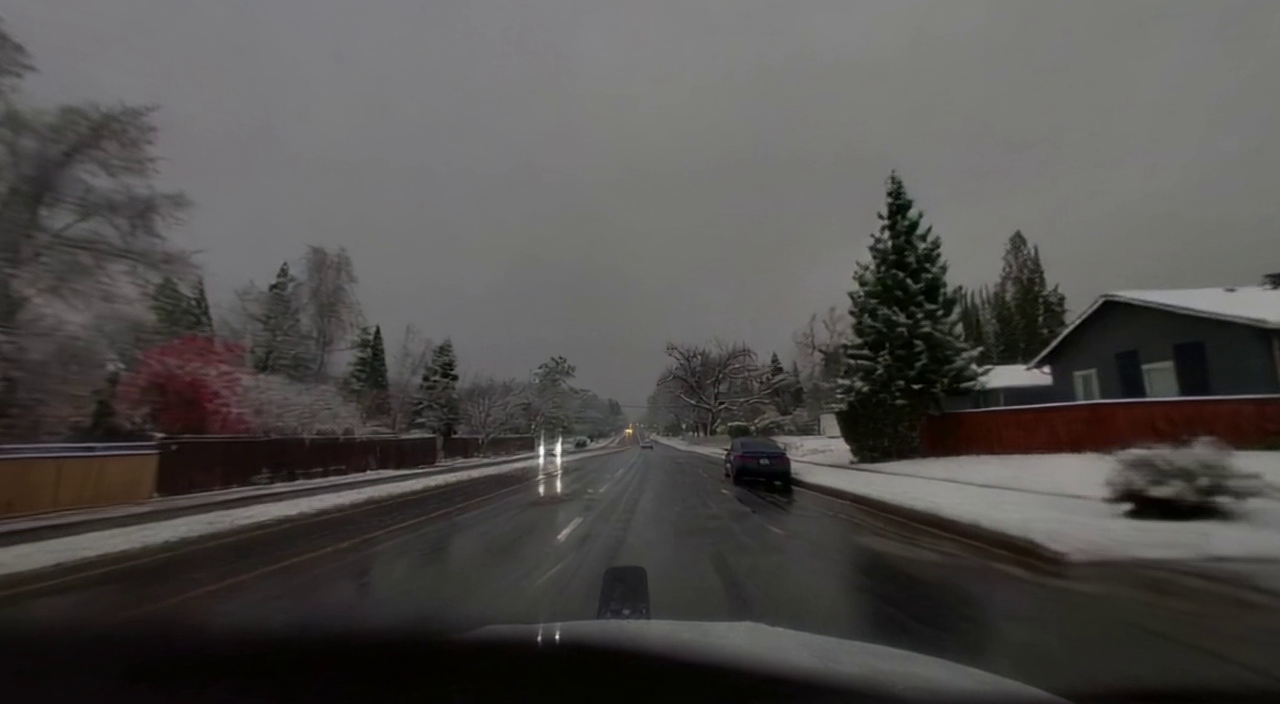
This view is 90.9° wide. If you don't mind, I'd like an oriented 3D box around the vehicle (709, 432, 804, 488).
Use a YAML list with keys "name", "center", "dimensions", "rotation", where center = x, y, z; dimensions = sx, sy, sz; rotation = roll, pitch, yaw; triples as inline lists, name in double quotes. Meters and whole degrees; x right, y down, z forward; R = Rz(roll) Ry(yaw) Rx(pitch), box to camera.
- name: "vehicle"
  center: [3.423, 3.274, 19.523]
  dimensions: [2.011, 1.507, 4.769]
  rotation: [0, -8, 0]
